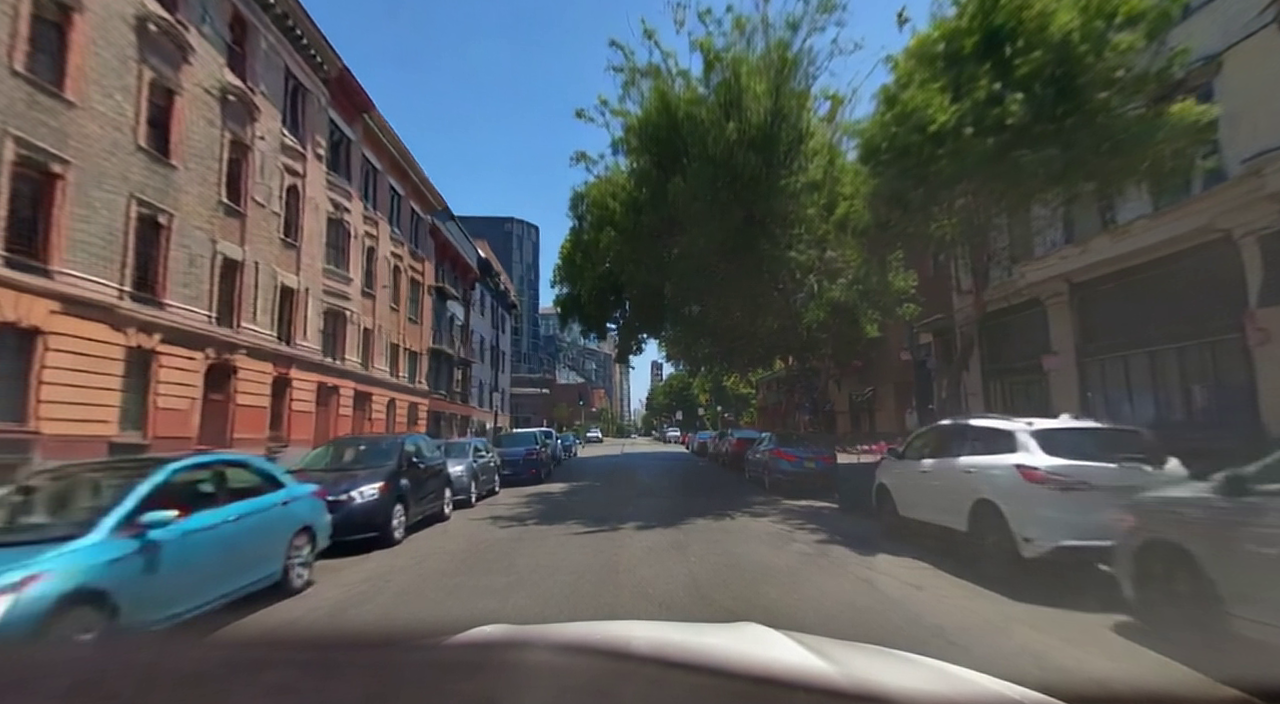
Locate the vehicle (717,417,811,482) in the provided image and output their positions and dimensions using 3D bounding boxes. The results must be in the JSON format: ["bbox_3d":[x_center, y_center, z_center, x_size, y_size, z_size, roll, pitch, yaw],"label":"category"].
[{"bbox_3d":[3.737,3.020,19.877,1.879,1.802,4.574,0,-7,-2],"label":"vehicle"}]

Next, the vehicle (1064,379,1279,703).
[{"bbox_3d":[3.731,0.819,2.105,1.896,1.549,3.845,0,-7,-1],"label":"vehicle"}]

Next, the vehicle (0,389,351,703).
[{"bbox_3d":[-3.413,1.011,3.623,1.874,1.508,3.414,1,-3,0],"label":"vehicle"}]
